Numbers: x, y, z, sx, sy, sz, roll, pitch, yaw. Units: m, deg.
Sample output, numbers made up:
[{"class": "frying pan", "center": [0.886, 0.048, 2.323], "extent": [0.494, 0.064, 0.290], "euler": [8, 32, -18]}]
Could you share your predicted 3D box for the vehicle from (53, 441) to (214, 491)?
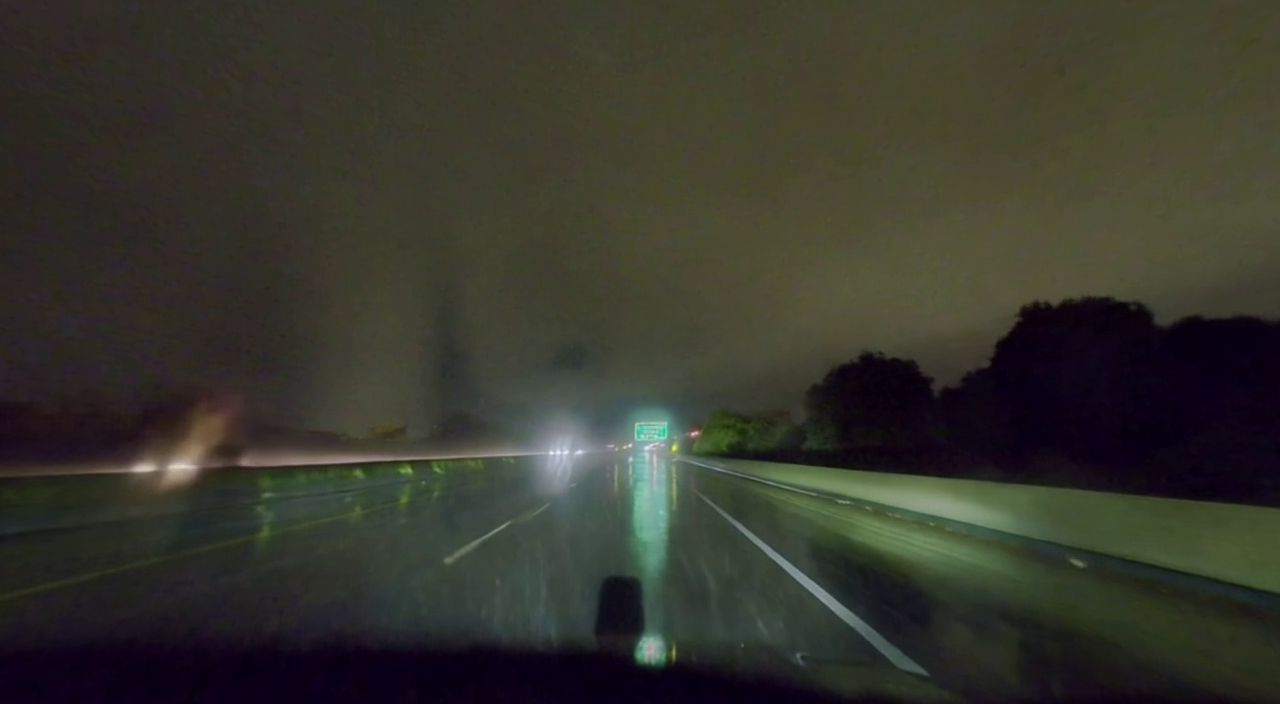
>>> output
[{"class": "vehicle", "center": [-19.975, 4.502, 25.278], "extent": [2.080, 1.759, 5.207], "euler": [0, -9, 0]}]
